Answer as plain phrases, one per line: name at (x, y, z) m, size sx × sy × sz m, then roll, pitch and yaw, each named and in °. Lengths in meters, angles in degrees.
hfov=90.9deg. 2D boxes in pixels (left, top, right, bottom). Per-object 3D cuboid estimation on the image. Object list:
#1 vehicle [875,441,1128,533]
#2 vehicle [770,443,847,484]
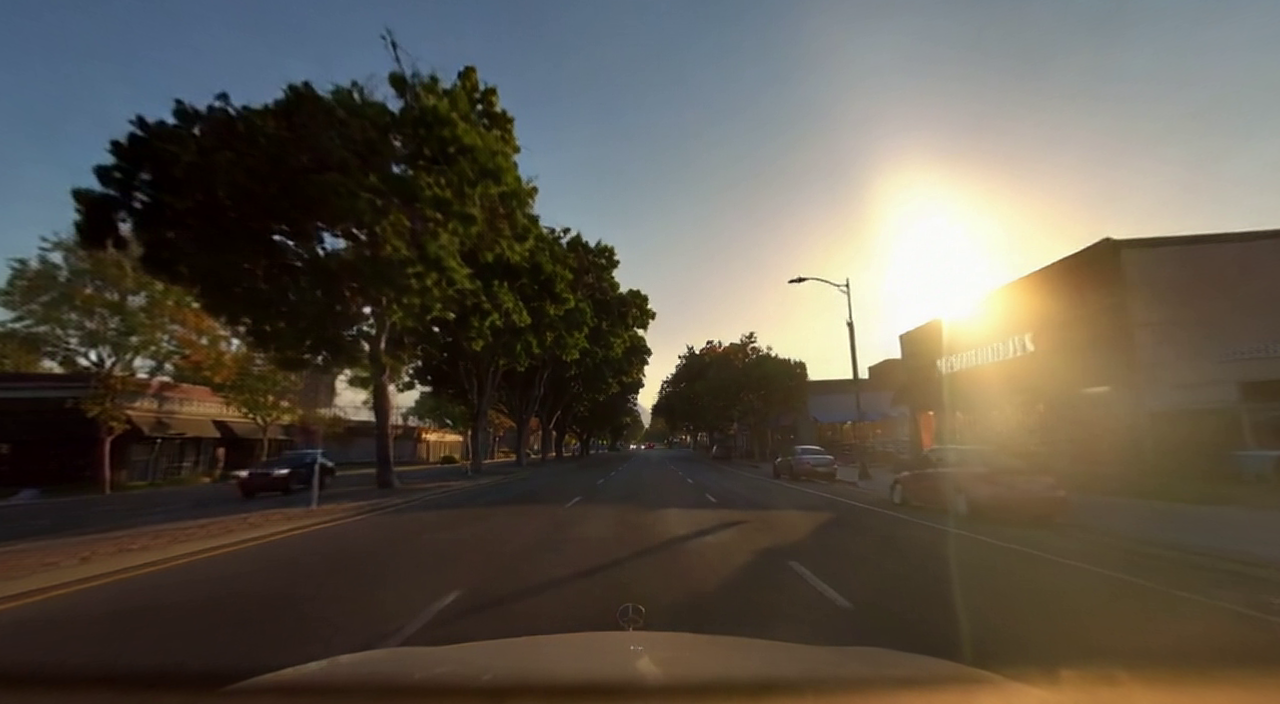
vehicle at (6.791, 2.561, 12.731) m, size 2.119 × 1.458 × 4.965 m, roll 1°, pitch -9°, yaw -1°
vehicle at (6.844, 4.547, 26.133) m, size 1.923 × 1.498 × 4.676 m, roll 0°, pitch -8°, yaw 1°
